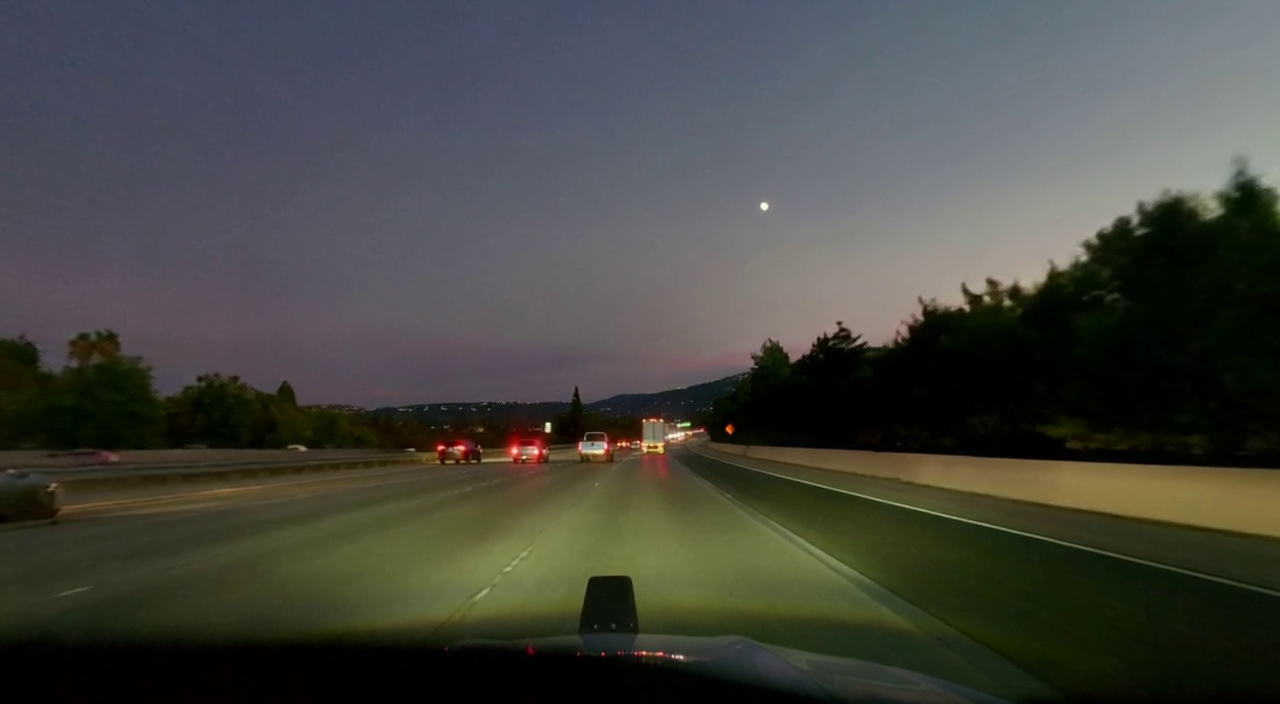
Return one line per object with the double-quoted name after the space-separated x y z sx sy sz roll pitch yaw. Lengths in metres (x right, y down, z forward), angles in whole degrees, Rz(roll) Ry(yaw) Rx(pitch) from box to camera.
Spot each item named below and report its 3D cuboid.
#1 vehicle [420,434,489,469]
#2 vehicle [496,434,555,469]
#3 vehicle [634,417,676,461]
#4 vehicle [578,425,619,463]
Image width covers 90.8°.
-10.195 5.535 35.252 2.080 1.777 5.450 0 -8 1 "vehicle"
-6.442 5.662 36.131 2.206 1.838 4.889 0 -8 3 "vehicle"
1.077 6.226 45.239 2.768 2.854 6.757 0 -8 1 "vehicle"
-2.812 6.484 44.422 2.328 2.519 5.238 0 -8 3 "vehicle"
